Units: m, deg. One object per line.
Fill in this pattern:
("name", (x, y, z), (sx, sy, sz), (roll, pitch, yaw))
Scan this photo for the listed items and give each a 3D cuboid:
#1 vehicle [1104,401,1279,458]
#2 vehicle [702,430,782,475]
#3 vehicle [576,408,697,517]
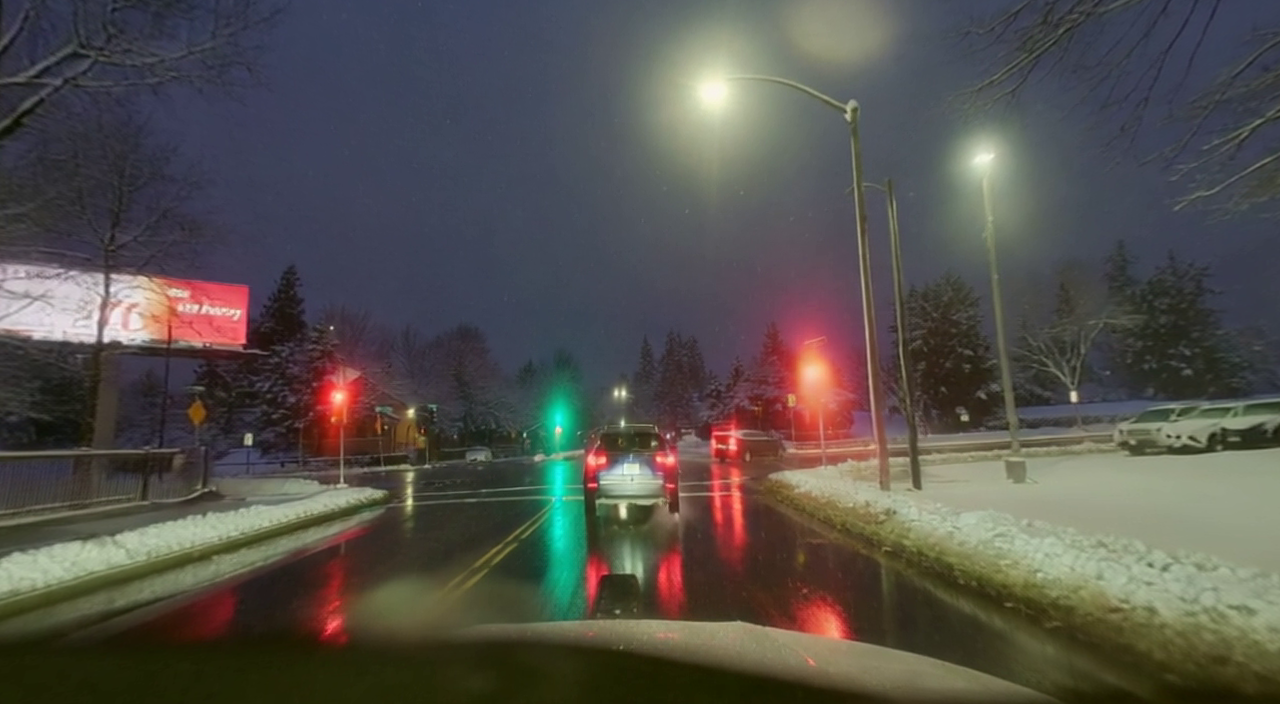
("vehicle", (15.735, 2.214, 17.752), (3.750, 1.502, 1.781), (-2, -8, 13))
("vehicle", (3.977, 3.835, 24.241), (1.716, 1.602, 3.403), (-6, -10, 33))
("vehicle", (-0.130, 2.241, 13.152), (2.142, 1.904, 3.816), (0, -8, -2))
